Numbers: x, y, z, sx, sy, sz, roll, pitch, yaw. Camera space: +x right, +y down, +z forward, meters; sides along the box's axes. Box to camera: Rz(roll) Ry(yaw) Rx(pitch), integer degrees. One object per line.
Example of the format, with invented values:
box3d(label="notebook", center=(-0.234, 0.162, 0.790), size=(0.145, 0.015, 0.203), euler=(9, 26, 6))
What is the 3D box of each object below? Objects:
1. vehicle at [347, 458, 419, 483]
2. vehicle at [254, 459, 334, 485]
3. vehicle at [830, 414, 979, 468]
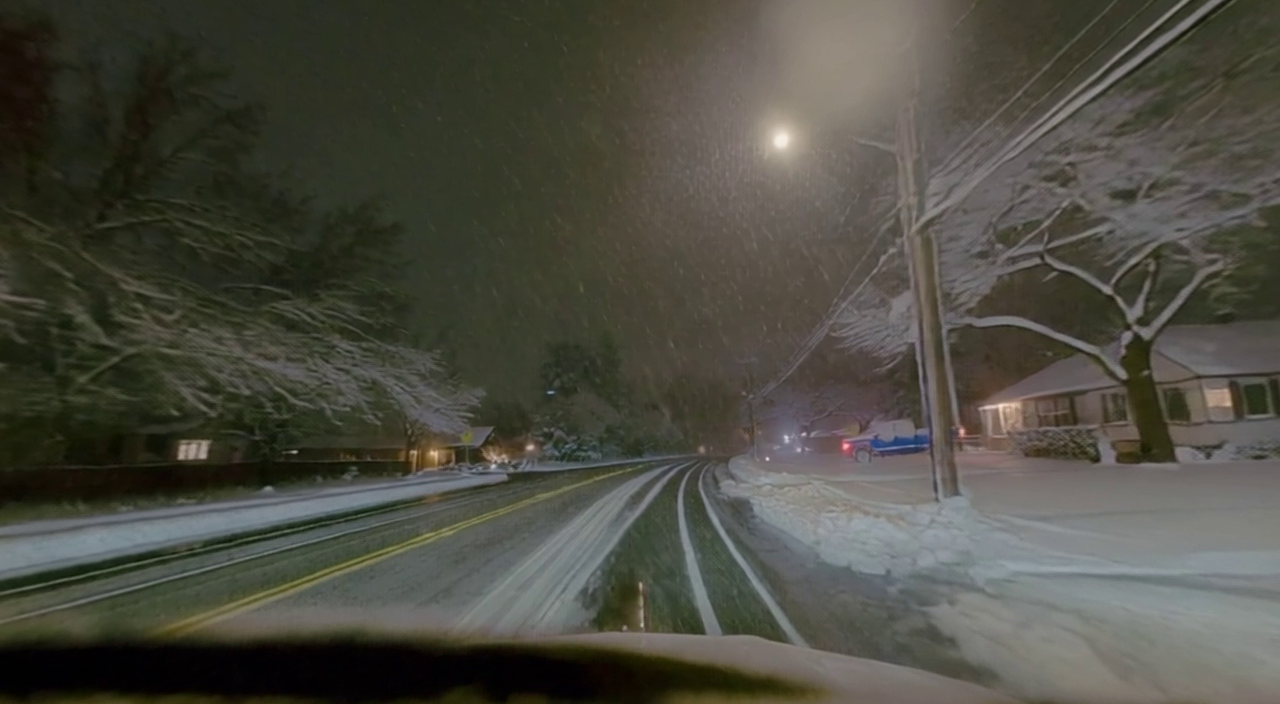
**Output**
box3d(label="vehicle", center=(-18.052, 8.341, 44.367), size=(4.270, 1.481, 1.972), euler=(-4, -9, 10))
box3d(label="vehicle", center=(-24.822, 8.646, 45.293), size=(4.751, 1.489, 2.052), euler=(-5, -9, 8))
box3d(label="vehicle", center=(11.824, 4.095, 28.630), size=(5.704, 1.788, 2.095), euler=(-7, -11, 9))
